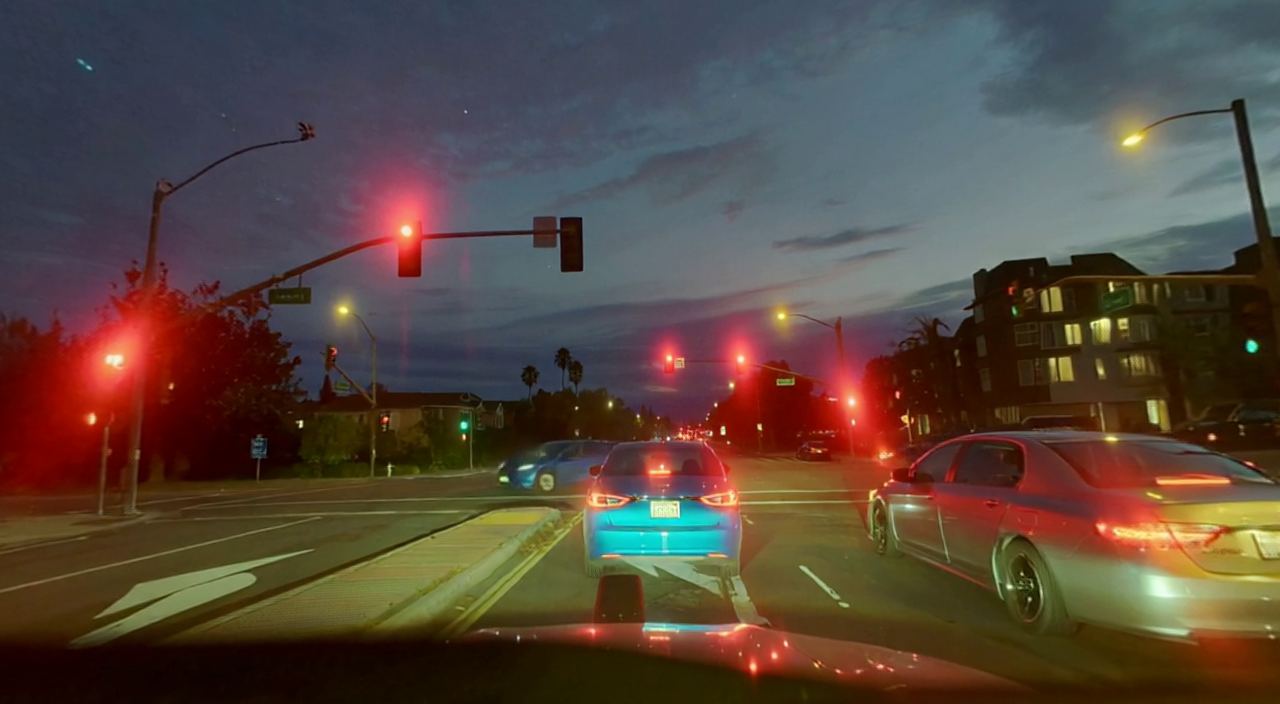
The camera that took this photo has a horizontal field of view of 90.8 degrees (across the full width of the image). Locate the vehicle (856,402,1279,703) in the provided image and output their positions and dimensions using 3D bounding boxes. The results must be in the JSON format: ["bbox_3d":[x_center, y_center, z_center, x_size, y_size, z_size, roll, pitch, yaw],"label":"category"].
[{"bbox_3d":[3.659,1.338,5.444,1.888,1.486,4.681,0,-9,-1],"label":"vehicle"}]

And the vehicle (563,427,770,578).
[{"bbox_3d":[0.303,1.816,8.335,2.090,1.505,3.756,-1,-9,1],"label":"vehicle"}]

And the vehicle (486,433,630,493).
[{"bbox_3d":[-2.567,3.593,20.846,1.996,1.705,4.577,-7,-11,39],"label":"vehicle"}]
